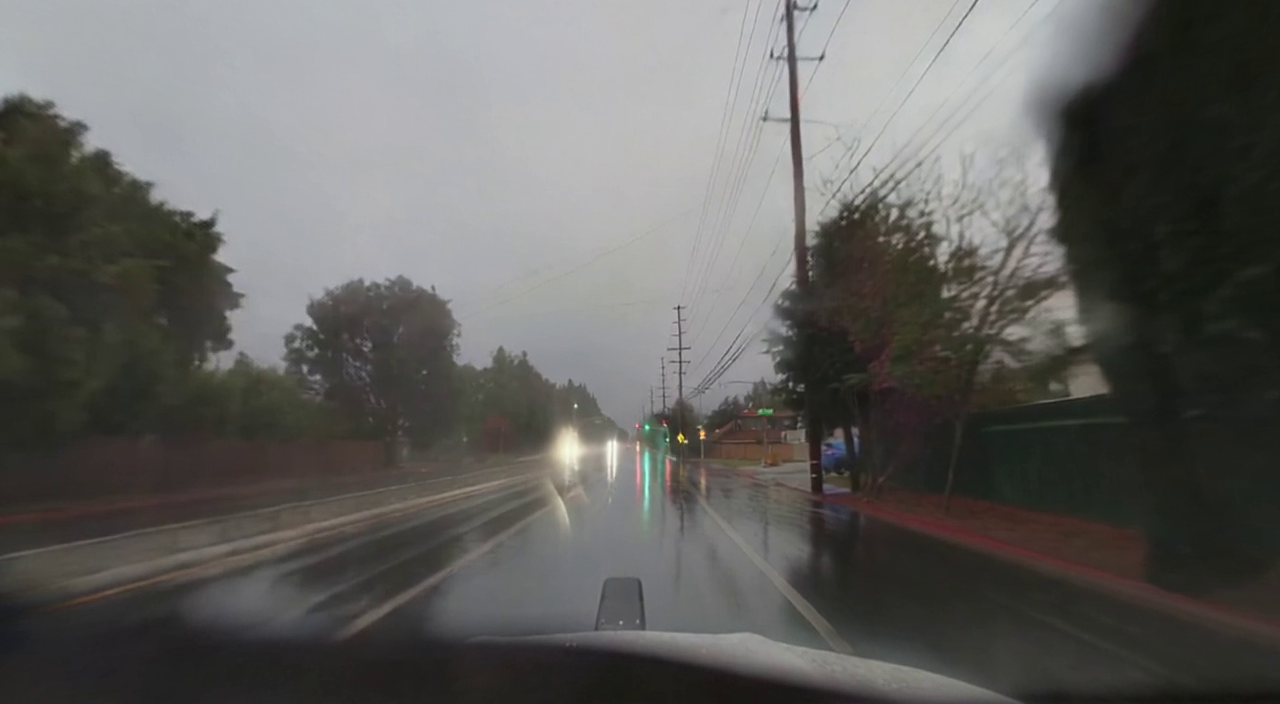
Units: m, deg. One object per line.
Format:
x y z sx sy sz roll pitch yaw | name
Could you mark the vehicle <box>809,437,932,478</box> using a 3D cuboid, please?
9.701 4.468 26.830 4.387 1.680 1.958 1 -9 -3 | vehicle
